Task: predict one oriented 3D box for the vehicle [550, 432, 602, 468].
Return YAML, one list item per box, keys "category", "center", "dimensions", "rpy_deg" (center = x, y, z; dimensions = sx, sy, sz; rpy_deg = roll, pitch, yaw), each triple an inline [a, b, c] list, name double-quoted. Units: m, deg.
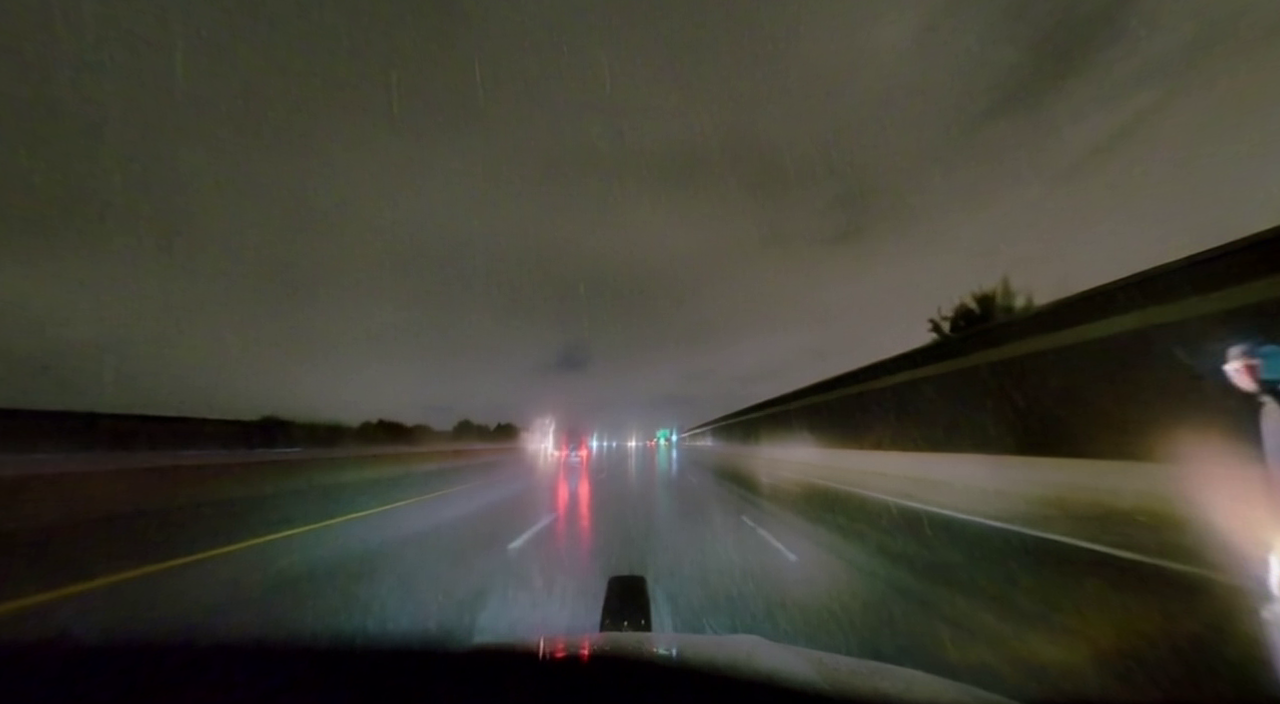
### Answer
- category: "vehicle"
  center: [-3.206, 5.042, 32.666]
  dimensions: [2.189, 1.707, 4.692]
  rpy_deg: [0, -8, 0]
